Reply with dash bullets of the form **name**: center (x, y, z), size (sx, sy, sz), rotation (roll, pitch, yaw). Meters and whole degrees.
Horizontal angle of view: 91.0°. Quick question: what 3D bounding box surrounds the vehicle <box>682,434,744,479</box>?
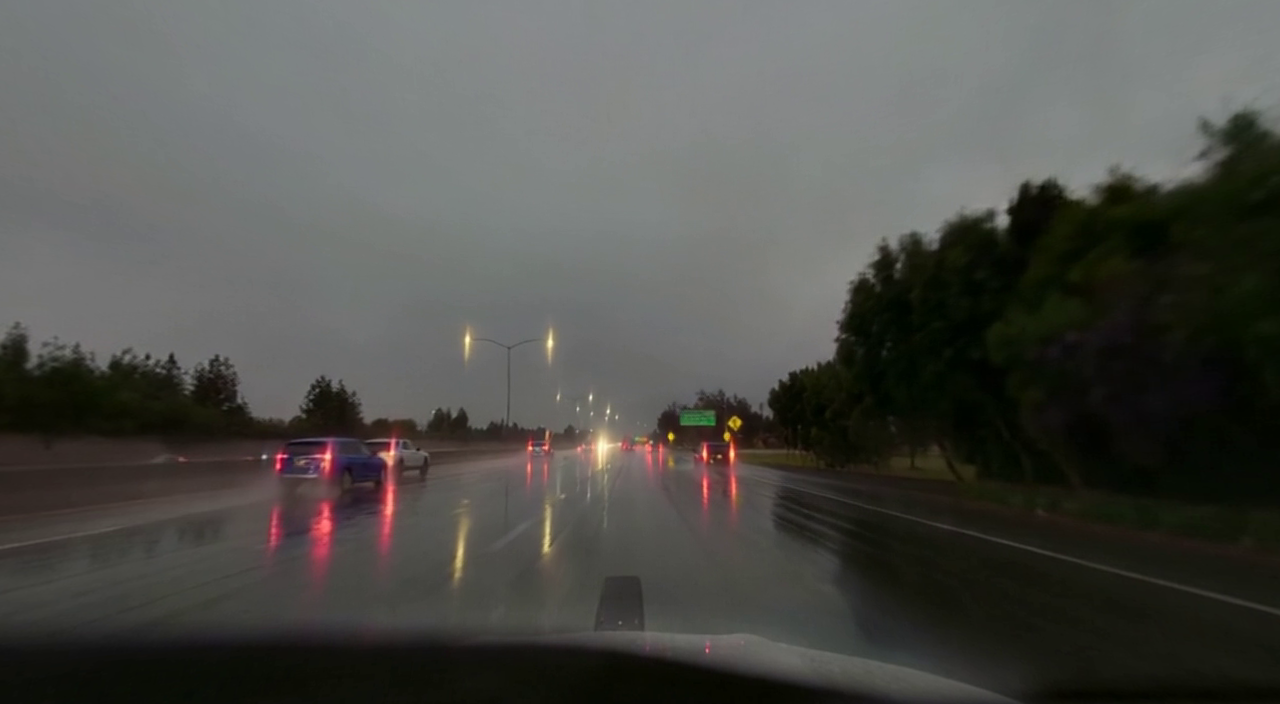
- **vehicle**: center (3.231, 4.760, 28.916), size (2.184, 1.892, 4.763), rotation (0, -9, -2)

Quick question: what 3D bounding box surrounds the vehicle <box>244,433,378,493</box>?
- **vehicle**: center (-11.256, 3.818, 22.019), size (2.137, 1.873, 4.687), rotation (0, -9, 0)

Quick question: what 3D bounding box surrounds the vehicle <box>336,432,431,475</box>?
- **vehicle**: center (-14.795, 5.921, 36.886), size (2.736, 2.262, 6.533), rotation (0, -9, 1)
